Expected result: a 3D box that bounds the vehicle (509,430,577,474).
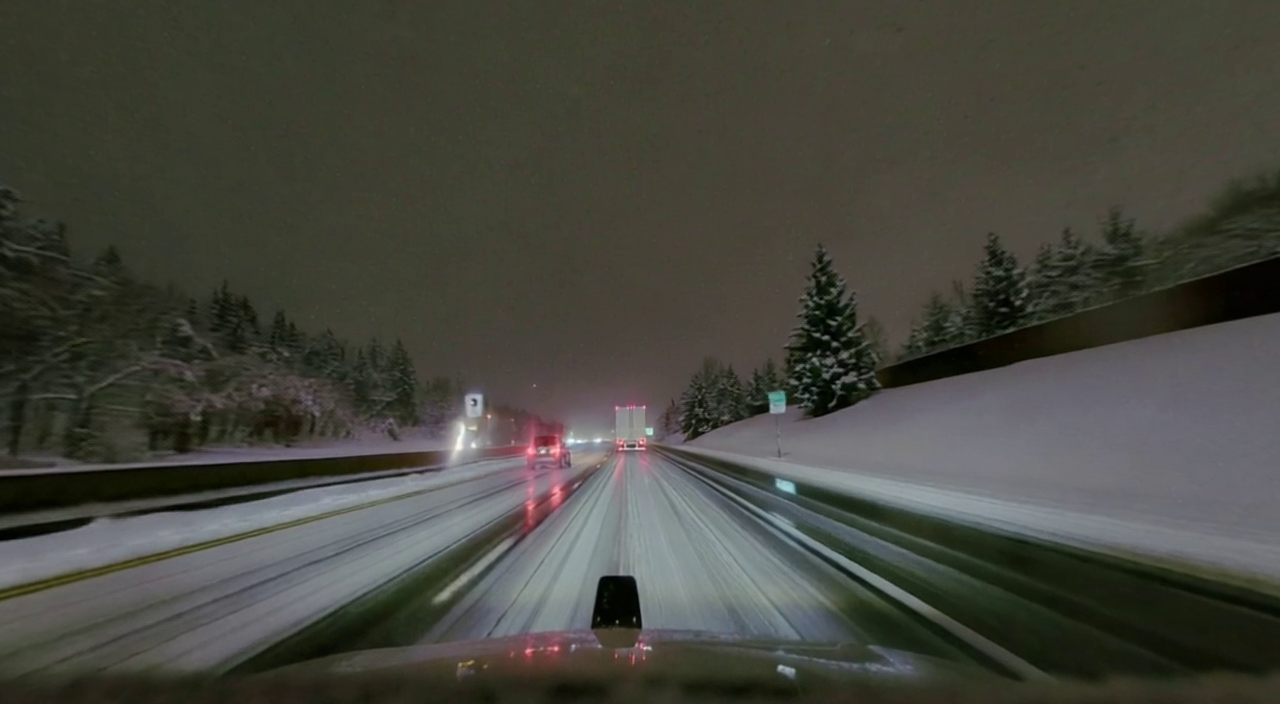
[{"bbox_3d":[-3.863,4.078,26.067,2.123,1.655,4.688,0,-8,-1],"label":"vehicle"}]
